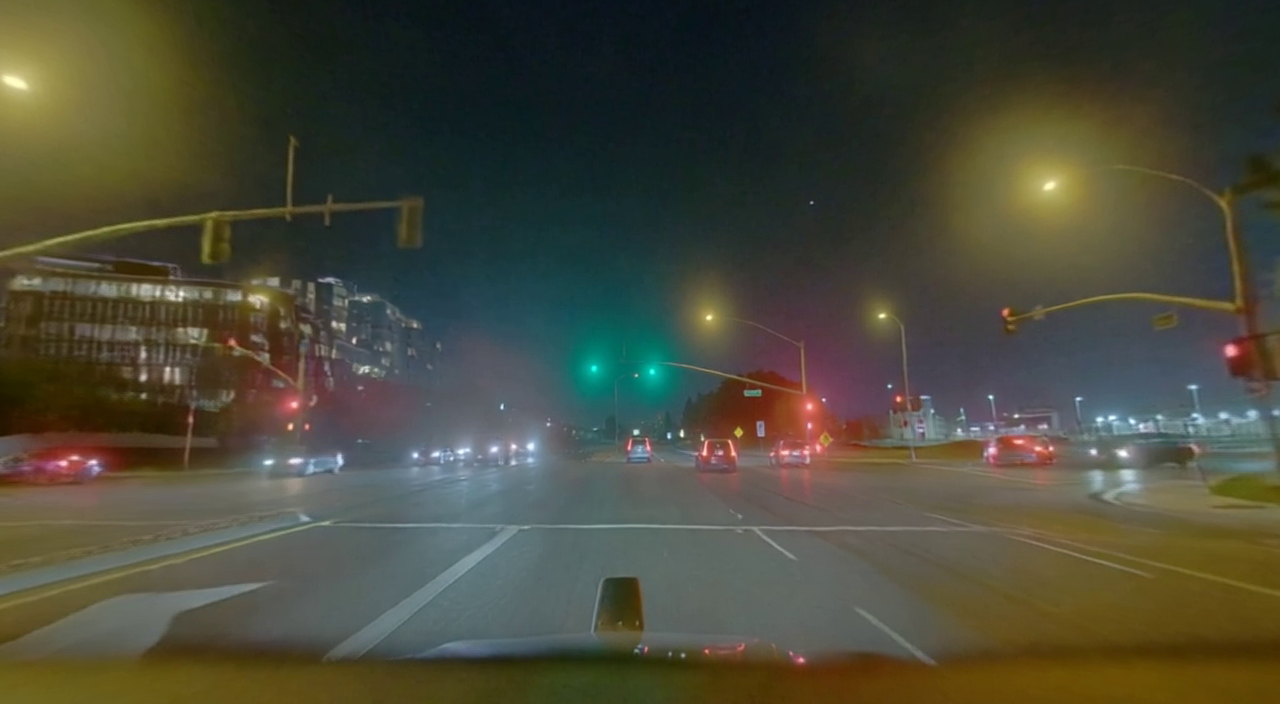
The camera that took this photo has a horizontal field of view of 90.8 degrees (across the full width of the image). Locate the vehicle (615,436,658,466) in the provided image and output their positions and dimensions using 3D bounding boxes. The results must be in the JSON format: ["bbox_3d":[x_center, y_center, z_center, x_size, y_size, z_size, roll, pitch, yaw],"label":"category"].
[{"bbox_3d":[-0.181,5.244,33.556,2.143,1.480,4.006,0,-8,-1],"label":"vehicle"}]

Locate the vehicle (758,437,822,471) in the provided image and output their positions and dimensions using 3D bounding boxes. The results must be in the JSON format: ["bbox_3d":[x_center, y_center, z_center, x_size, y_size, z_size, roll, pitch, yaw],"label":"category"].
[{"bbox_3d":[7.046,4.815,30.183,1.861,1.473,4.393,0,-8,-2],"label":"vehicle"}]

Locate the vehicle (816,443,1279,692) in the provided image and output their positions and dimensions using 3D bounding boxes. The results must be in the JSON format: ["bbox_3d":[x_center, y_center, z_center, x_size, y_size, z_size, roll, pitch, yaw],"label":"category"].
[{"bbox_3d":[3.286,1.503,5.707,2.080,1.321,4.382,0,-8,-1],"label":"vehicle"}]

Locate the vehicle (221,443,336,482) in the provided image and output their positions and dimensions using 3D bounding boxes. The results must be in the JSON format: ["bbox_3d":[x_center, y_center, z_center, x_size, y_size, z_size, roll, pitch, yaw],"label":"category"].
[{"bbox_3d":[-15.359,4.679,27.201,2.144,1.463,4.701,0,-8,1],"label":"vehicle"}]

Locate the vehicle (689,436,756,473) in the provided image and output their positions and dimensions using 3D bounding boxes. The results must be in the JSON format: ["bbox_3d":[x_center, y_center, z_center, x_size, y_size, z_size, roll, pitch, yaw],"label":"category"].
[{"bbox_3d":[3.534,4.475,27.901,2.226,1.490,4.593,0,-8,-2],"label":"vehicle"}]

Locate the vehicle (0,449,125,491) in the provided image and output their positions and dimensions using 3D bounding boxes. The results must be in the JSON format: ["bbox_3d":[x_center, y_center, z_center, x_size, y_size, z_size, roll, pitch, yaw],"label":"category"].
[{"bbox_3d":[-23.502,4.587,24.846,4.751,1.501,2.147,-1,-8,5],"label":"vehicle"}]

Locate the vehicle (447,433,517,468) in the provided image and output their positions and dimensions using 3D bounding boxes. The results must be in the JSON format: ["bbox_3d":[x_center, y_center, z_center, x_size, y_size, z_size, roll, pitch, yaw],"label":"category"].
[{"bbox_3d":[-8.538,5.389,34.675,2.590,1.769,4.827,0,-8,1],"label":"vehicle"}]

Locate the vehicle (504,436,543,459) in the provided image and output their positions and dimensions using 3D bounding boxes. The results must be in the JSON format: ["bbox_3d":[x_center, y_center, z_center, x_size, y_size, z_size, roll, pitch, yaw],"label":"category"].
[{"bbox_3d":[-8.995,7.444,49.269,2.160,1.689,4.451,0,-8,1],"label":"vehicle"}]

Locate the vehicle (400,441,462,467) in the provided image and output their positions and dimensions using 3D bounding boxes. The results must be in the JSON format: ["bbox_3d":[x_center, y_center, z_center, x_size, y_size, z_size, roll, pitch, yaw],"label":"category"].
[{"bbox_3d":[-12.344,6.049,37.660,2.181,1.440,4.253,0,-8,1],"label":"vehicle"}]
